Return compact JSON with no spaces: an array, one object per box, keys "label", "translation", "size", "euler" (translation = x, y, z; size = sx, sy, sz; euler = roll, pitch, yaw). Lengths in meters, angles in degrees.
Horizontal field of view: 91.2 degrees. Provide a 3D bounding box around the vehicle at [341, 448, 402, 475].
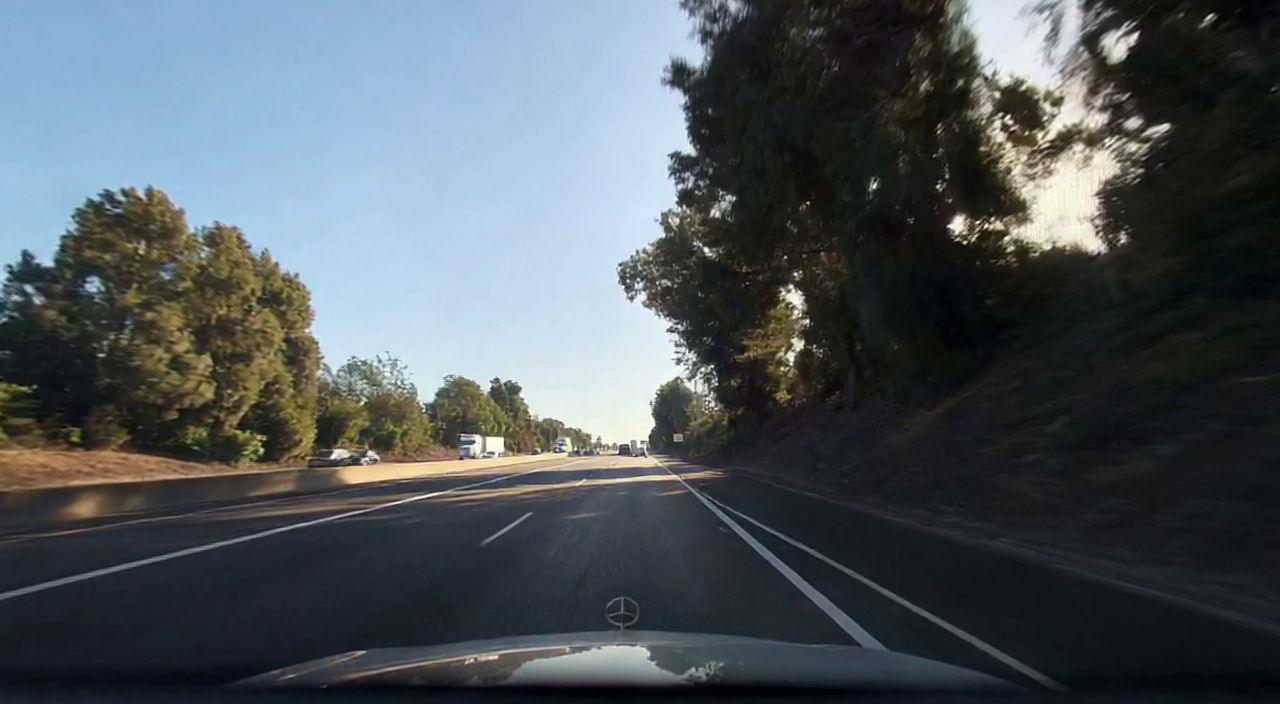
[{"label":"vehicle","translation":[-15.925,6.478,37.365],"size":[1.800,1.464,3.896],"euler":[0,-9,1]}]
